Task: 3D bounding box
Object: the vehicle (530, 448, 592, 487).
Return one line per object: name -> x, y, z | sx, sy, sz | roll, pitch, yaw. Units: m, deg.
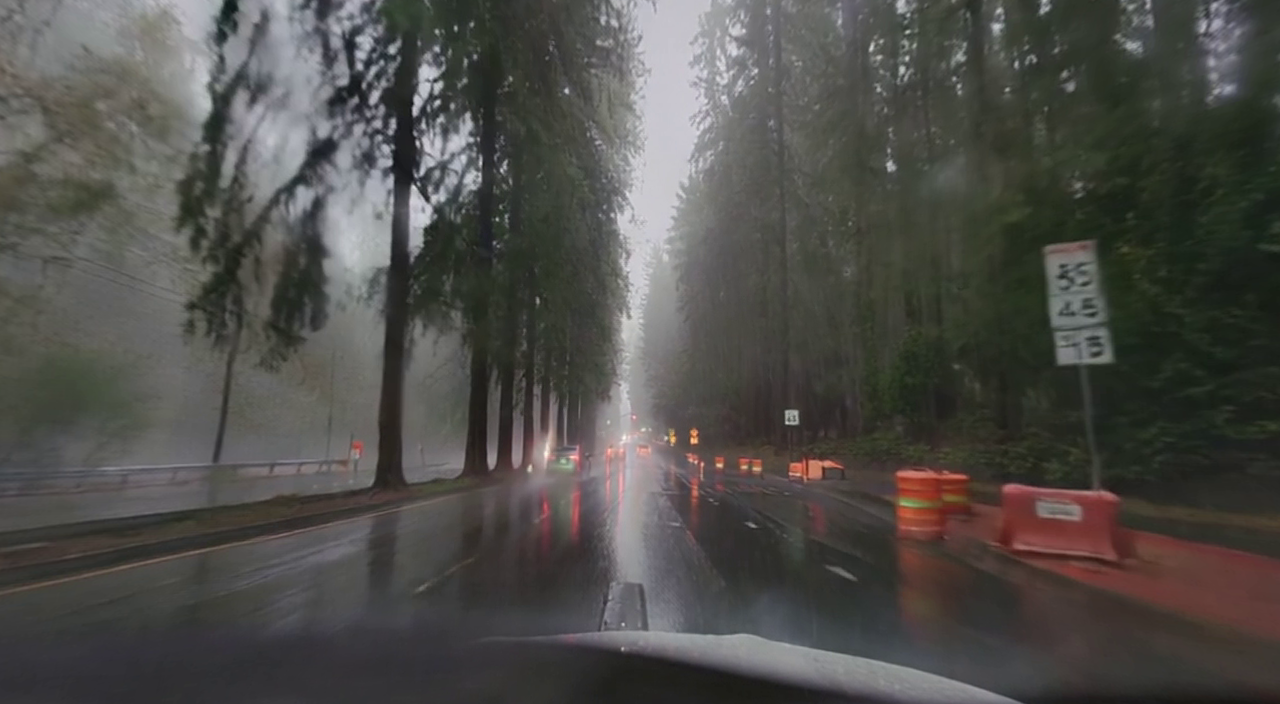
vehicle -> -3.303, 4.911, 26.956 | 2.029, 1.511, 3.922 | 0, -9, 2
